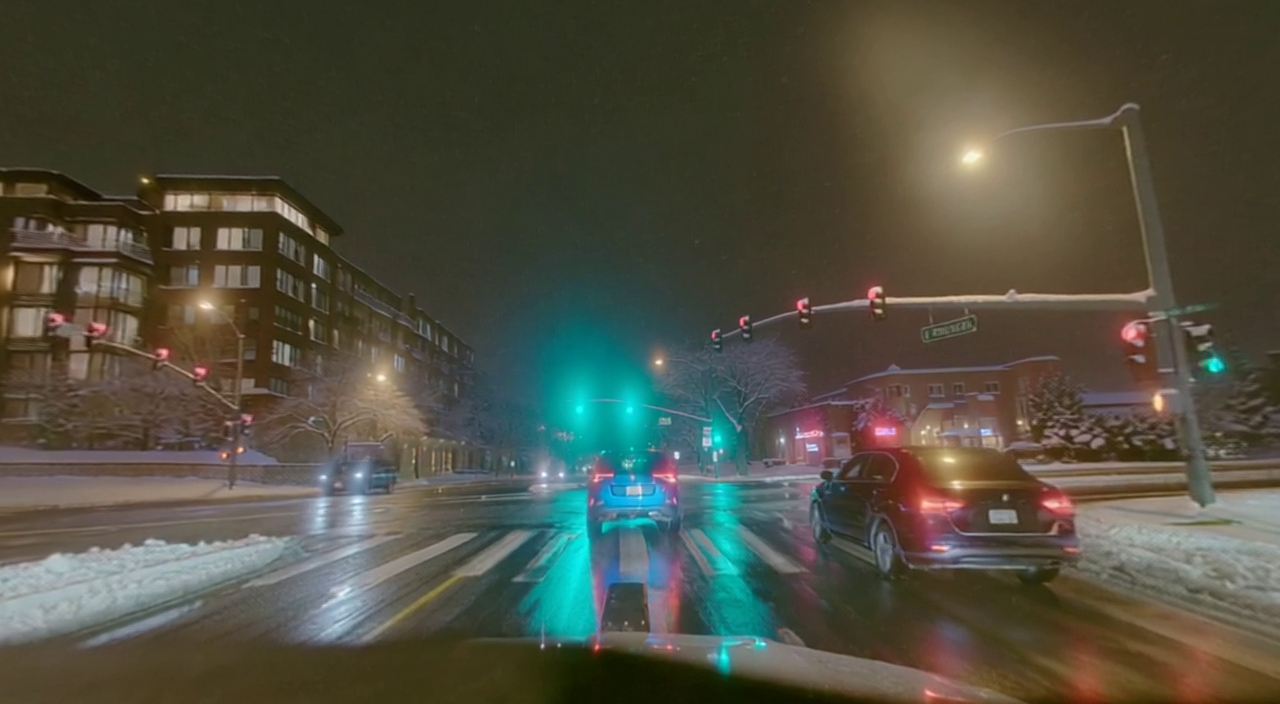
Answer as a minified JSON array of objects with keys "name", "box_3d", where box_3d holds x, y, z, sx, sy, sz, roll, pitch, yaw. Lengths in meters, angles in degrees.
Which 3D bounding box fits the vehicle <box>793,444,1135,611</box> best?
[{"name":"vehicle","box_3d":[3.329,1.830,7.589,1.860,1.430,4.089,0,-8,-1]}]

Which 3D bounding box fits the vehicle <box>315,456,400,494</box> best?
[{"name":"vehicle","box_3d":[-14.824,6.445,33.461,2.126,1.782,4.880,0,-8,2]}]

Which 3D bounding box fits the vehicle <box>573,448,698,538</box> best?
[{"name":"vehicle","box_3d":[-0.086,2.673,12.634,2.094,1.481,4.078,0,-8,0]}]
